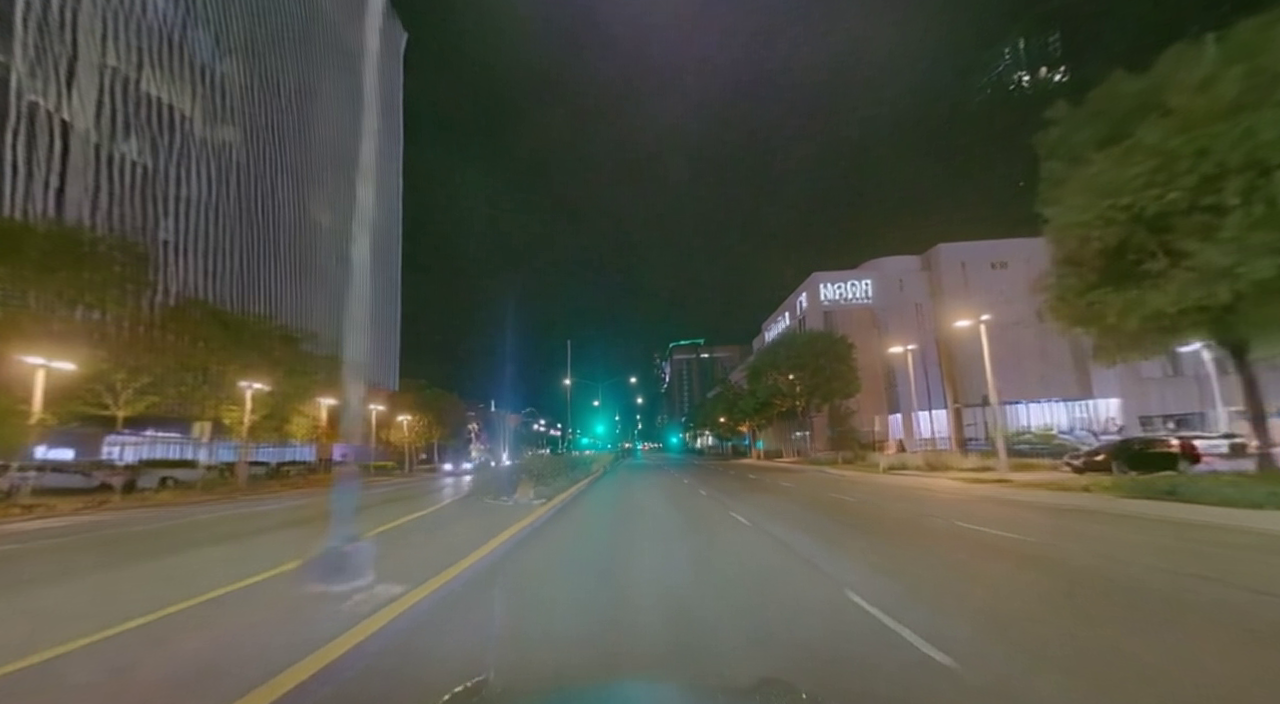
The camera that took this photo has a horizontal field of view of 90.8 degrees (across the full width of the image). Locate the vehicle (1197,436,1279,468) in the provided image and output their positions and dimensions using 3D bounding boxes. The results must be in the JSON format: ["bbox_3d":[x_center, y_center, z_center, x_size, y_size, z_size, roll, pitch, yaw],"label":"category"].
[{"bbox_3d":[29.956,4.858,30.876,1.748,1.435,3.949,0,-9,-1],"label":"vehicle"}]

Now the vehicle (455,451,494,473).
[{"bbox_3d":[-12.410,8.247,47.568,1.857,1.483,3.791,0,-9,1],"label":"vehicle"}]

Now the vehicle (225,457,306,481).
[{"bbox_3d":[-26.533,8.286,44.929,4.786,1.486,1.936,4,-10,-28],"label":"vehicle"}]

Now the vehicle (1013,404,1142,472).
[{"bbox_3d":[25.760,5.191,37.755,2.724,3.646,7.111,0,-9,2],"label":"vehicle"}]

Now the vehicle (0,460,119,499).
[{"bbox_3d":[-27.729,6.045,30.153,4.188,1.629,1.946,6,-11,-37],"label":"vehicle"}]

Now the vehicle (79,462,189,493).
[{"bbox_3d":[-27.194,6.730,34.126,4.457,1.425,2.027,6,-11,-37],"label":"vehicle"}]
